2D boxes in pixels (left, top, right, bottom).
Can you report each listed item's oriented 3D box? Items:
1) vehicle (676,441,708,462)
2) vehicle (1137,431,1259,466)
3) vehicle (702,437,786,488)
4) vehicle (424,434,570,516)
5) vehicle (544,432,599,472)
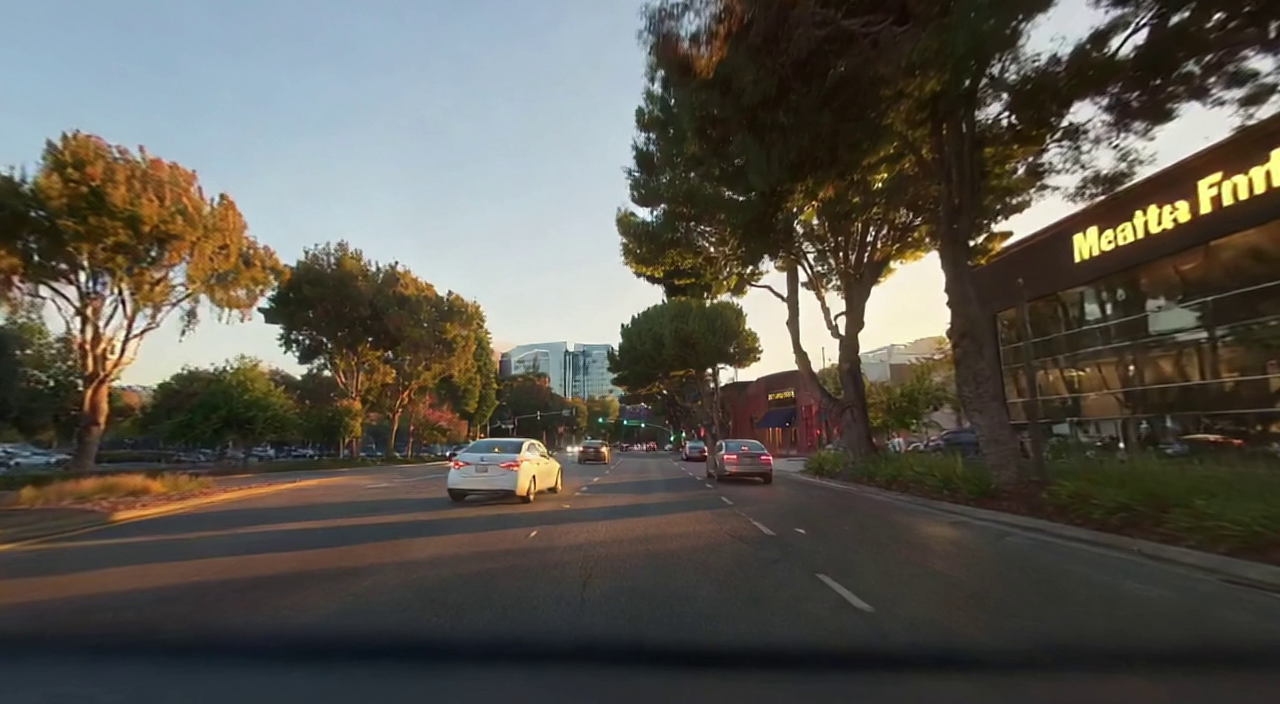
[{"bbox_3d":[3.810,7.367,46.862,1.913,1.463,4.198,0,-8,-1],"label":"vehicle"},{"bbox_3d":[30.583,5.302,34.813,1.945,1.746,4.929,1,-8,-5],"label":"vehicle"},{"bbox_3d":[3.300,3.592,20.885,1.948,1.474,4.360,0,-8,-1],"label":"vehicle"},{"bbox_3d":[-2.790,2.499,13.307,1.971,1.433,3.923,-1,-8,3],"label":"vehicle"},{"bbox_3d":[-3.183,4.778,30.229,2.023,1.720,4.452,0,-8,1],"label":"vehicle"}]
